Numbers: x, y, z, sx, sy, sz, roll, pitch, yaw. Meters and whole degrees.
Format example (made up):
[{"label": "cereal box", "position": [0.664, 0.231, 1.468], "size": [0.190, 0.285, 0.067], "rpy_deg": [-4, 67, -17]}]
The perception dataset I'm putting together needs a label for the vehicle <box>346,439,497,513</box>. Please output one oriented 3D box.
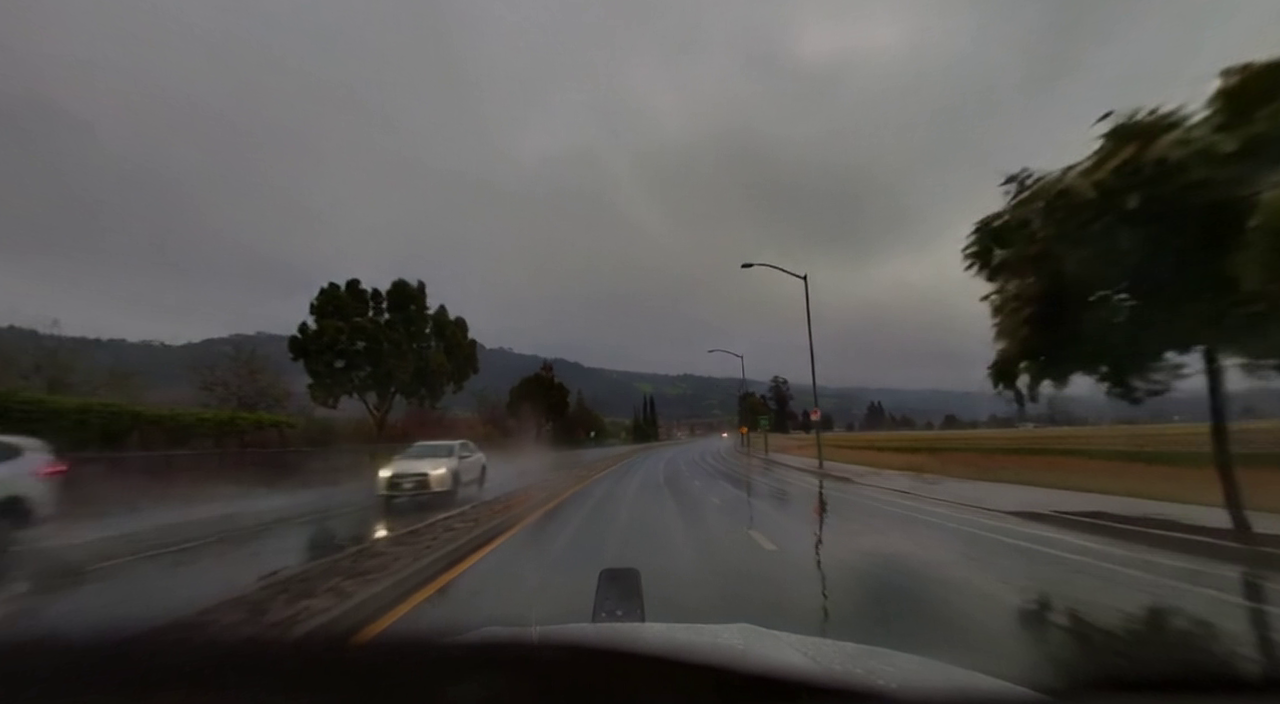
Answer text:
[{"label": "vehicle", "position": [-4.817, 2.765, 14.632], "size": [1.989, 1.461, 4.081], "rpy_deg": [0, -8, 1]}]
